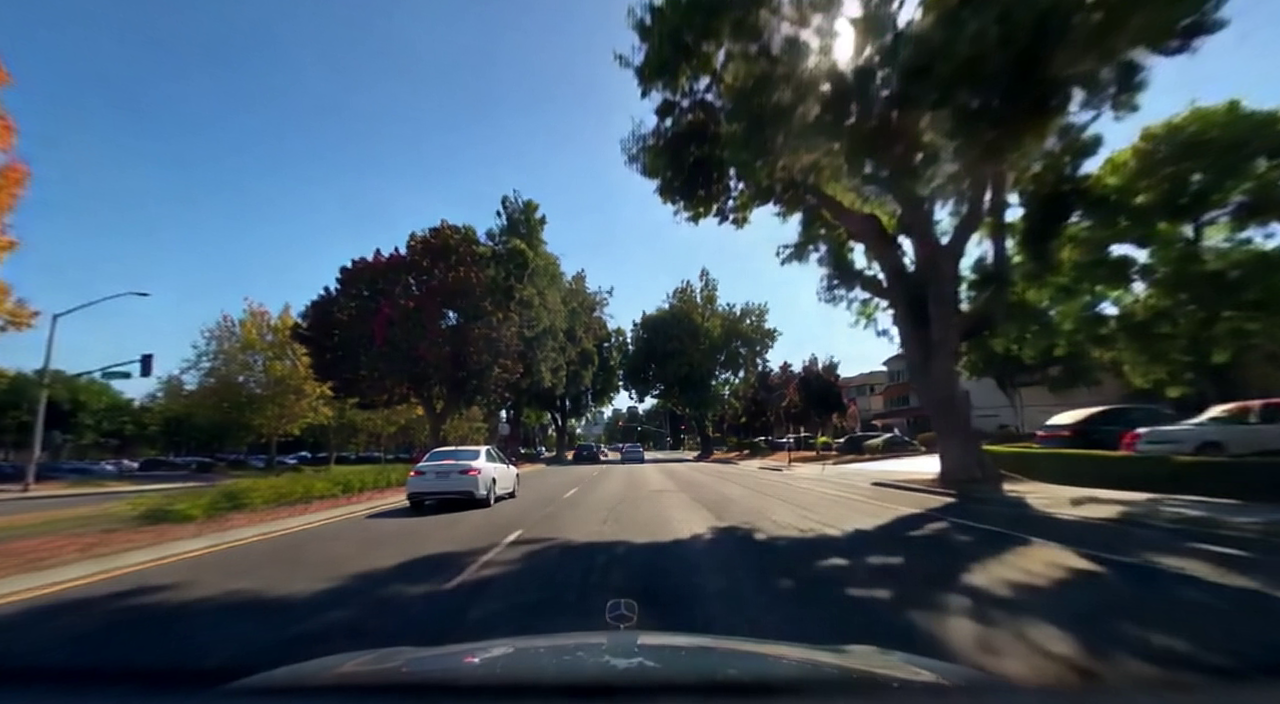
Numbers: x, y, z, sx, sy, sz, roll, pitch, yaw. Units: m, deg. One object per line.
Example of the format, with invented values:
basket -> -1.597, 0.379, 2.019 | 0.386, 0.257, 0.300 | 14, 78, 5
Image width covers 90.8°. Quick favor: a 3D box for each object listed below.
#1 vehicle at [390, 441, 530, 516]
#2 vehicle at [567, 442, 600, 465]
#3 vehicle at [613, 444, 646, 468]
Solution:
vehicle -> -3.844, 2.769, 14.349 | 1.905, 1.418, 4.396 | 0, -9, 0
vehicle -> -4.180, 7.563, 47.071 | 2.103, 1.592, 4.160 | 0, -9, 0
vehicle -> -0.670, 6.652, 40.548 | 1.991, 1.431, 4.199 | 0, -9, -1
